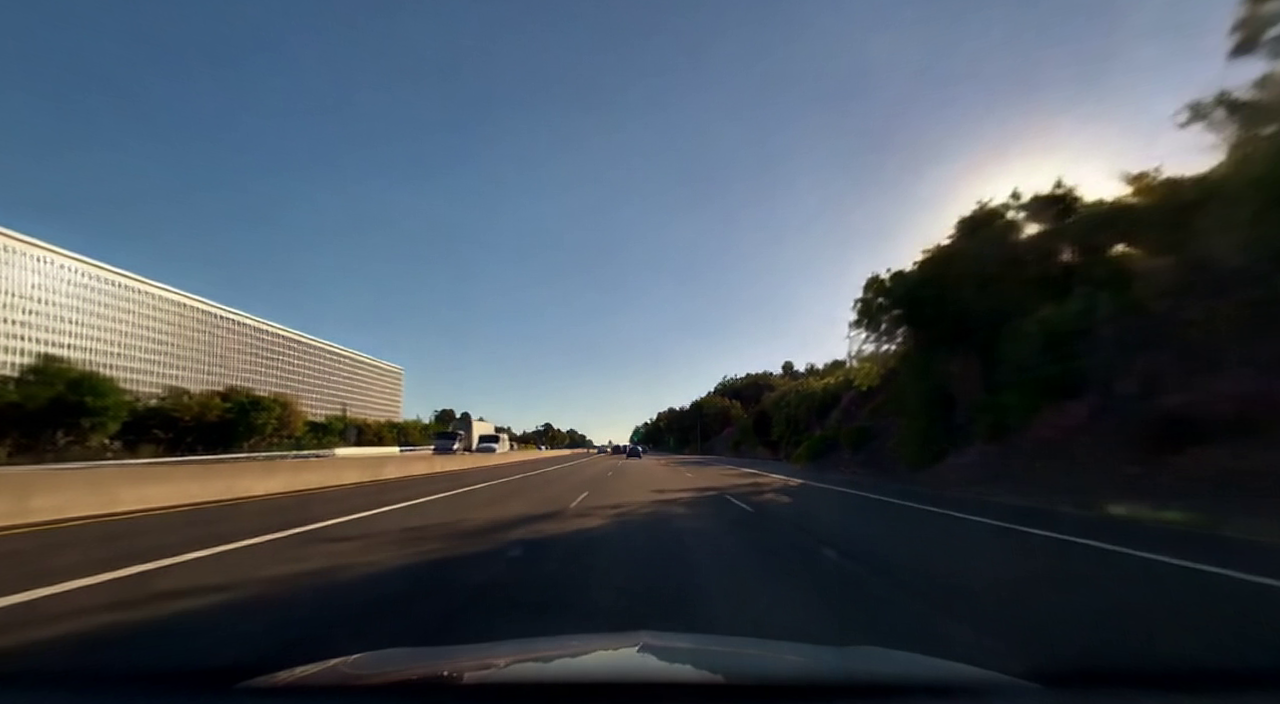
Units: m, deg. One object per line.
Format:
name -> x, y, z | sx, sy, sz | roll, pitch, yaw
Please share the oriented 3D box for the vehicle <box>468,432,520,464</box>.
vehicle -> -11.290, 7.516, 49.252 | 2.400, 2.294, 6.797 | 0, -9, 0
